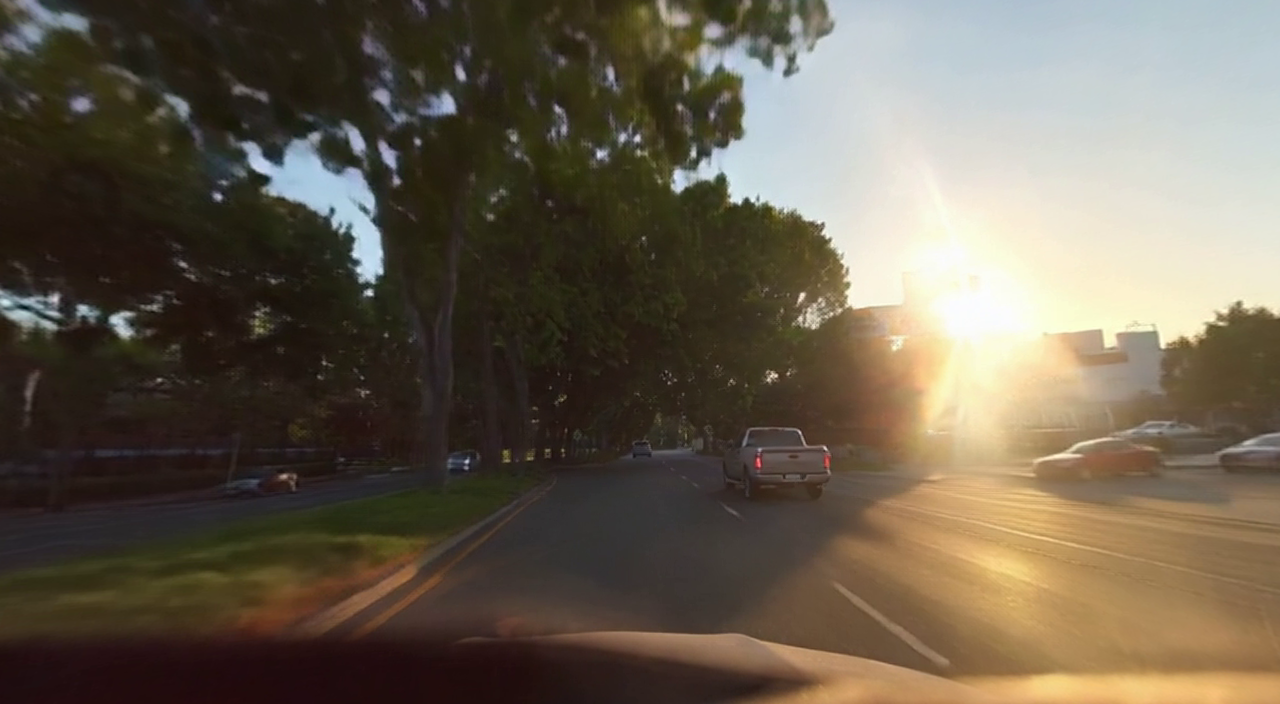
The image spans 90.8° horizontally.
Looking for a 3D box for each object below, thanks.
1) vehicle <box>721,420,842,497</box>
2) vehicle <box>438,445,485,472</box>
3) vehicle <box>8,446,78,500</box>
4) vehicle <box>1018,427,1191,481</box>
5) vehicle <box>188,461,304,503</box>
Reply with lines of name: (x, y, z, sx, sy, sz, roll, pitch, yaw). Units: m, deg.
vehicle: (3.725, 2.925, 17.797, 2.138, 1.836, 5.245, 0, -8, -1)
vehicle: (-12.870, 7.719, 45.882, 2.126, 1.800, 4.925, 0, -8, -1)
vehicle: (-30.340, 6.124, 32.146, 1.541, 2.550, 1.957, -3, -9, 0)
vehicle: (16.386, 3.609, 22.475, 4.554, 1.566, 1.925, -3, -8, -1)
vehicle: (-16.300, 5.361, 26.454, 1.910, 1.468, 4.496, 0, -8, 1)
